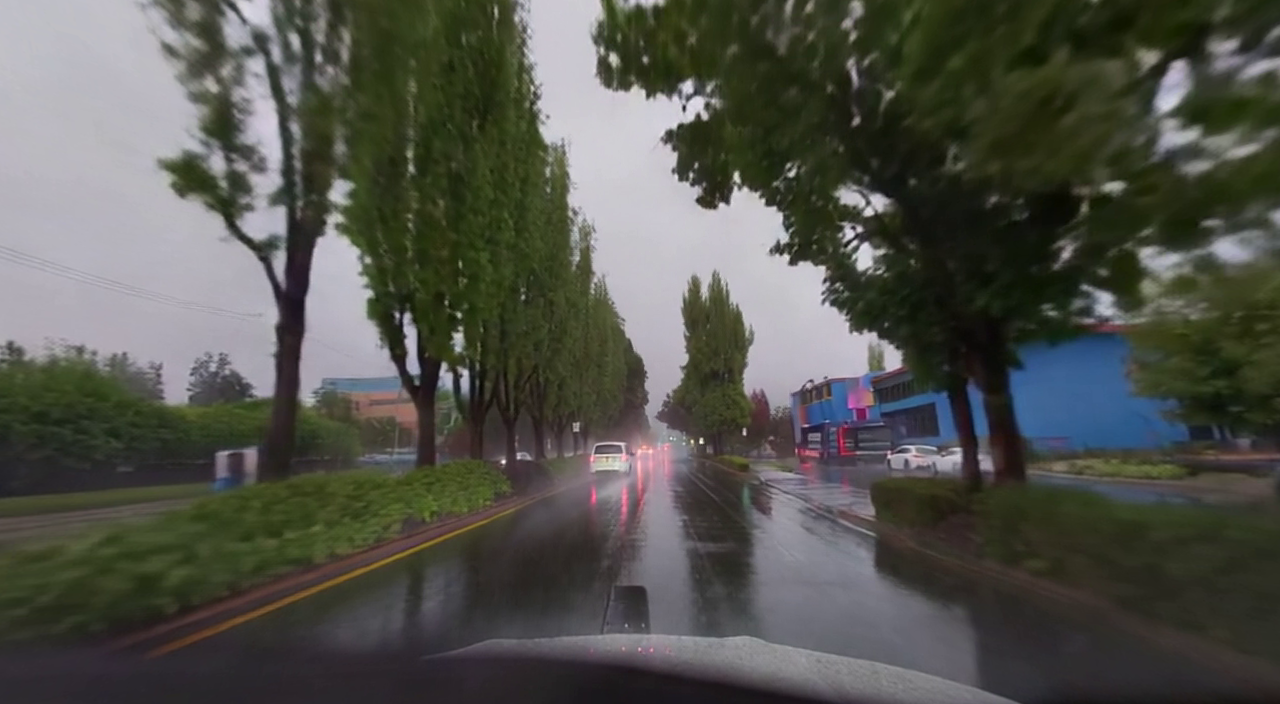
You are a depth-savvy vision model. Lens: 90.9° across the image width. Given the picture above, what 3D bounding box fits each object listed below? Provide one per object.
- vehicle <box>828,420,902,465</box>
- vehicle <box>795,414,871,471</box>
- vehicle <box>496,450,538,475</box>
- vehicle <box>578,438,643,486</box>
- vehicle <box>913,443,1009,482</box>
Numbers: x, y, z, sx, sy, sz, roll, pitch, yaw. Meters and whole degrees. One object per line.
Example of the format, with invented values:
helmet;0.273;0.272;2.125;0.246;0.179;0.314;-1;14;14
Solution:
vehicle;13.653;5.572;38.808;2.507;2.441;6.959;-2;-8;5
vehicle;14.458;6.932;48.366;2.794;3.710;10.785;-3;-8;3
vehicle;-9.422;8.492;48.666;1.997;1.775;4.585;-1;-8;4
vehicle;-1.061;4.326;25.061;2.129;1.713;4.314;0;-8;3
vehicle;13.144;4.534;26.134;1.852;1.457;4.351;0;-9;3
